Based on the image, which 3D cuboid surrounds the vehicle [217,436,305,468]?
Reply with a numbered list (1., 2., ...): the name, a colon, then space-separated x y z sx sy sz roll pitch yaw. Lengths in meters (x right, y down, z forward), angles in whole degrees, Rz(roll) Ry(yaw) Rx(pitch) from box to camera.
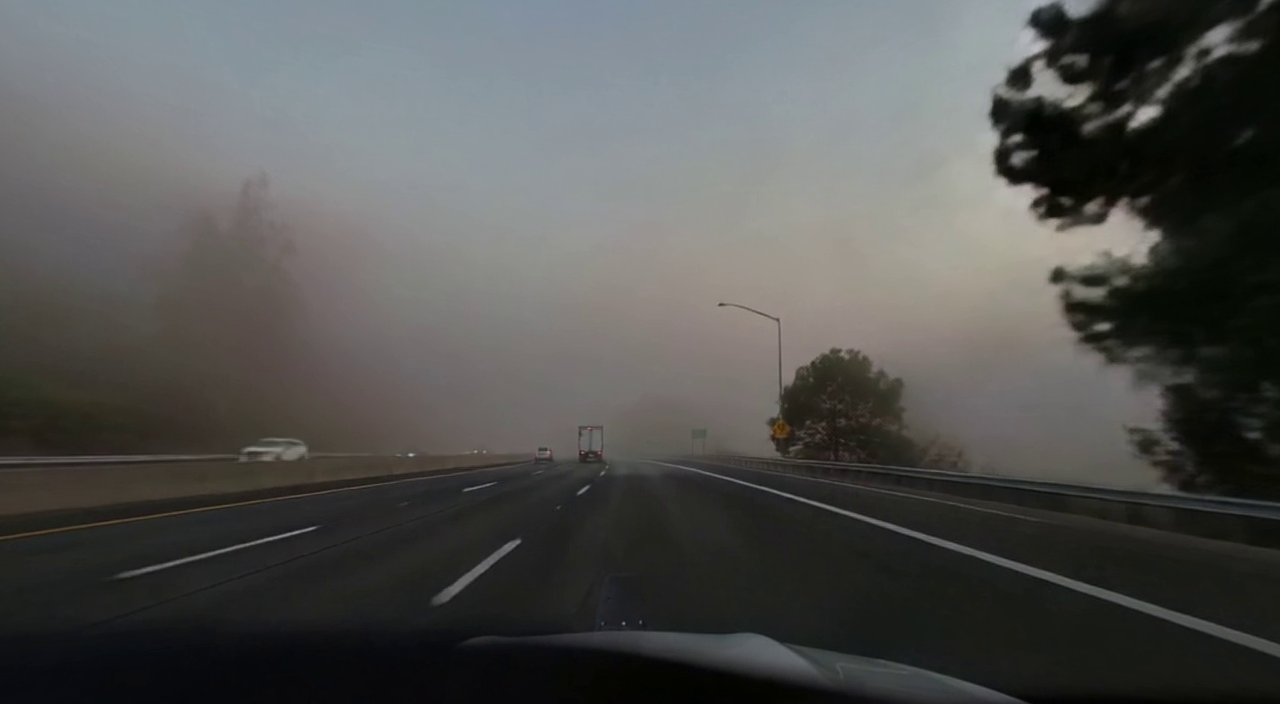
1. vehicle: -21.387 5.663 35.860 2.018 1.689 4.895 0 -8 -2
